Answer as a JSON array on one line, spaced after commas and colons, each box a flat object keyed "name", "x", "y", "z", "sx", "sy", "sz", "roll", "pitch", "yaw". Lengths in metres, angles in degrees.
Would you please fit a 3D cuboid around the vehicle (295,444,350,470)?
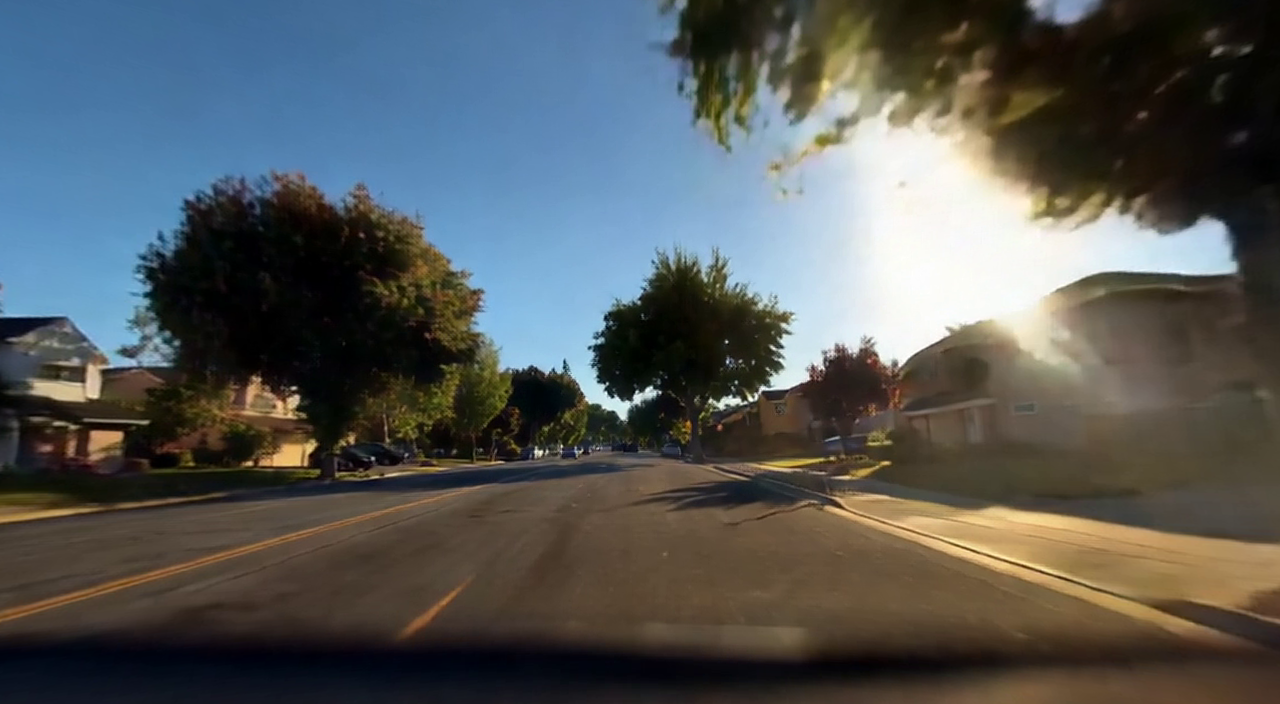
[{"name": "vehicle", "x": -22.603, "y": 7.413, "z": 44.910, "sx": 2.253, "sy": 1.768, "sz": 4.266, "roll": 8, "pitch": -11, "yaw": -44}]
